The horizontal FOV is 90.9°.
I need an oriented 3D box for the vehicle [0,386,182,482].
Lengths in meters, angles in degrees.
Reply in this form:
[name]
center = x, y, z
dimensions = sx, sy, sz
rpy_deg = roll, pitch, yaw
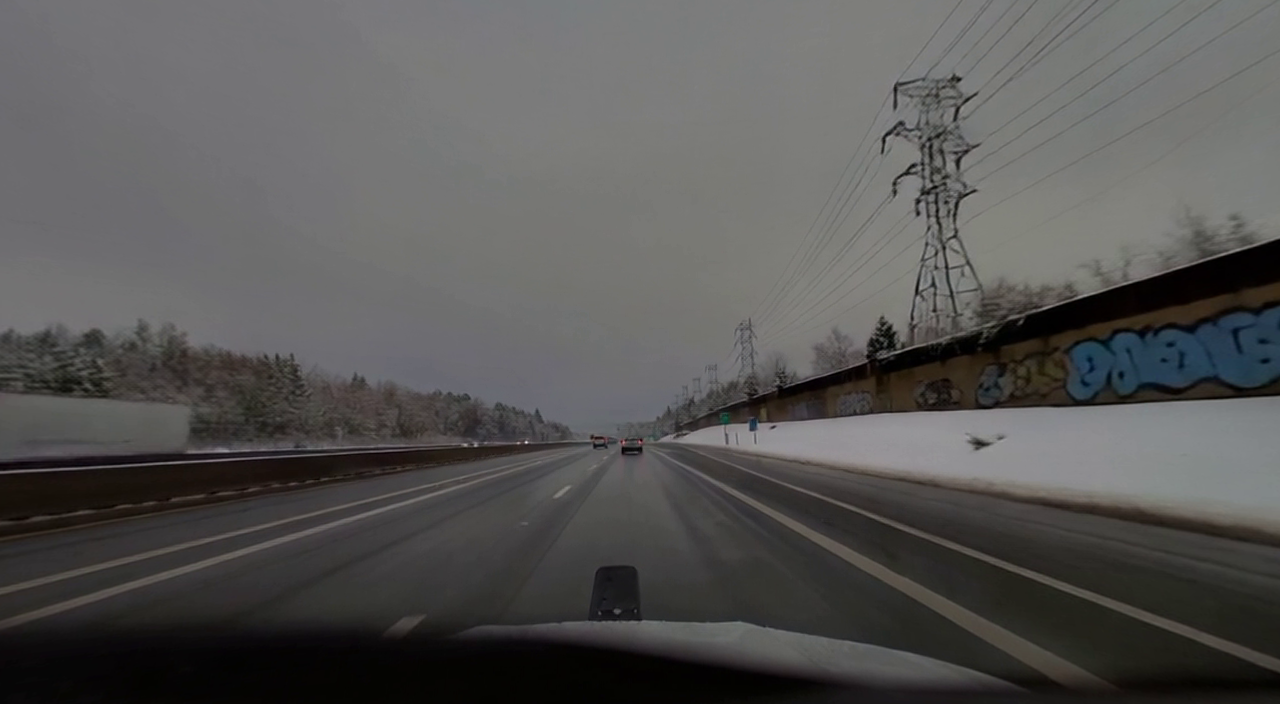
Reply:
[vehicle]
center = -22.851, 3.044, 23.286
dimensions = 2.898, 3.171, 12.148
rpy_deg = 0, -8, -1
